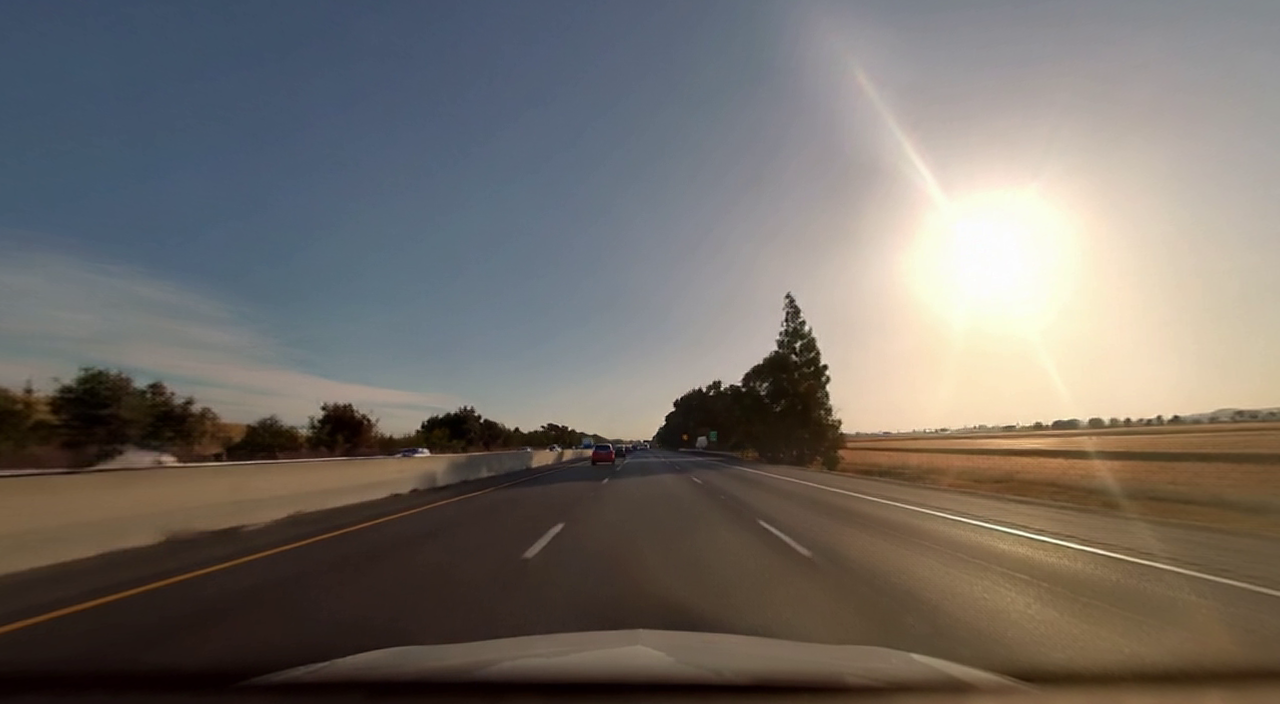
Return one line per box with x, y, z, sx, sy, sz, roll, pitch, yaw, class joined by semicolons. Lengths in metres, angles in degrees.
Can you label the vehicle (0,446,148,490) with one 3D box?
-24.042;4.883;26.942;1.975;1.714;4.818;0;-9;1;vehicle
